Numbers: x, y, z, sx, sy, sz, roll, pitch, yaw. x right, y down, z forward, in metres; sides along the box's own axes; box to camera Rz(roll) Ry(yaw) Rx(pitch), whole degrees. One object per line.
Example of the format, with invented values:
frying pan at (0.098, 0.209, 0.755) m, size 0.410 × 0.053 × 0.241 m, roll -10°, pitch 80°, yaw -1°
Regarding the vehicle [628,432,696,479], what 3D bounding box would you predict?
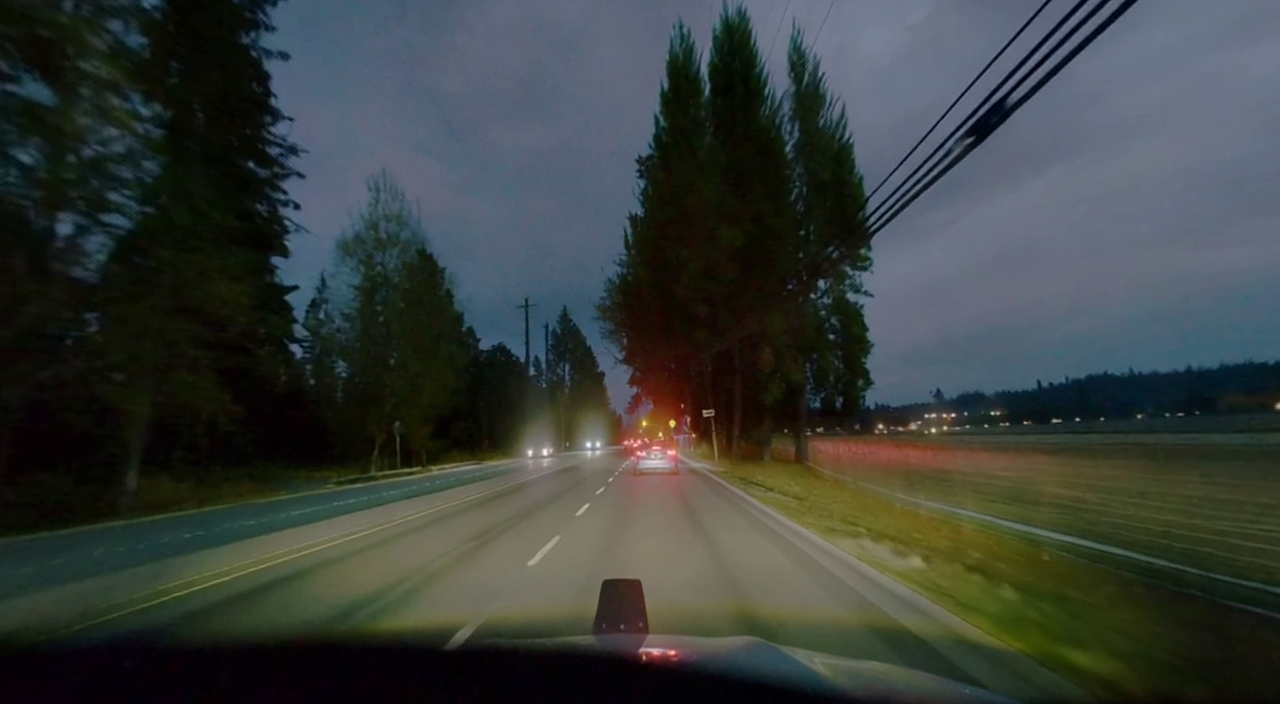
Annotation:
vehicle at (0.713, 3.613, 22.286) m, size 2.153 × 1.461 × 4.374 m, roll -1°, pitch -8°, yaw 0°
